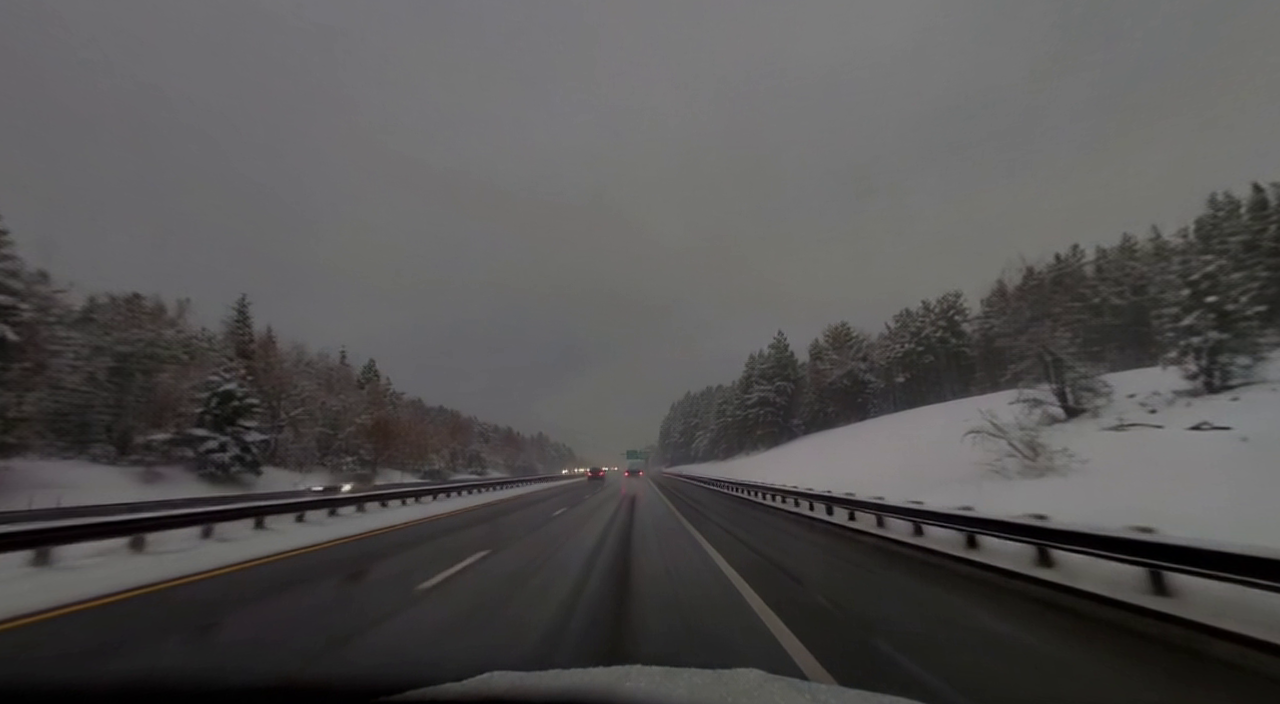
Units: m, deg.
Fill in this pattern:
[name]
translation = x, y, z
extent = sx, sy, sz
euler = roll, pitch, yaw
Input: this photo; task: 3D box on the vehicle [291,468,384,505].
[vehicle]
translation = -13.056, 5.819, 27.506
extent = 1.836, 1.402, 4.361
euler = 1, -11, 0
